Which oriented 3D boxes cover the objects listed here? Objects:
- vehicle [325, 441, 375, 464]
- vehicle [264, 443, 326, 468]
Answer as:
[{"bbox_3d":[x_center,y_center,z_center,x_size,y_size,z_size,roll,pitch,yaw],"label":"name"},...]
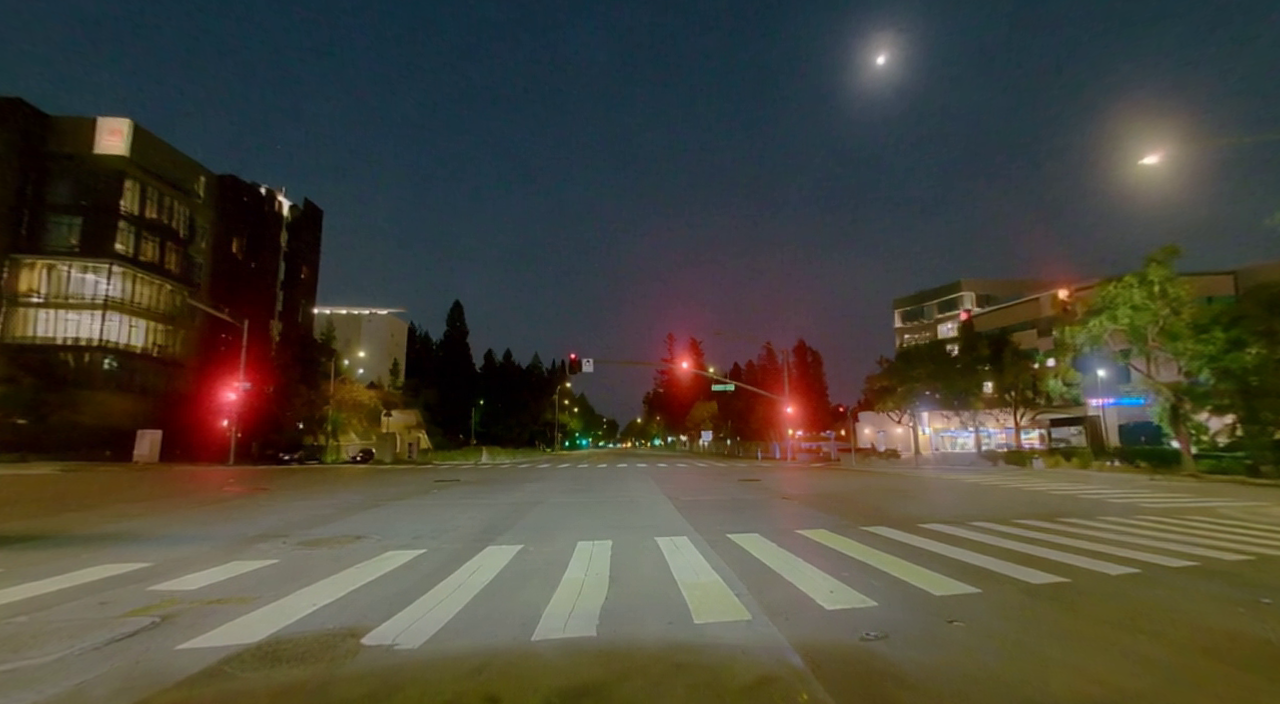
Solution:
[{"bbox_3d":[-22.472,7.792,49.121,2.023,1.706,4.756,1,-9,-6],"label":"vehicle"},{"bbox_3d":[-21.846,6.554,40.151,2.005,1.496,4.020,1,-9,-7],"label":"vehicle"}]
